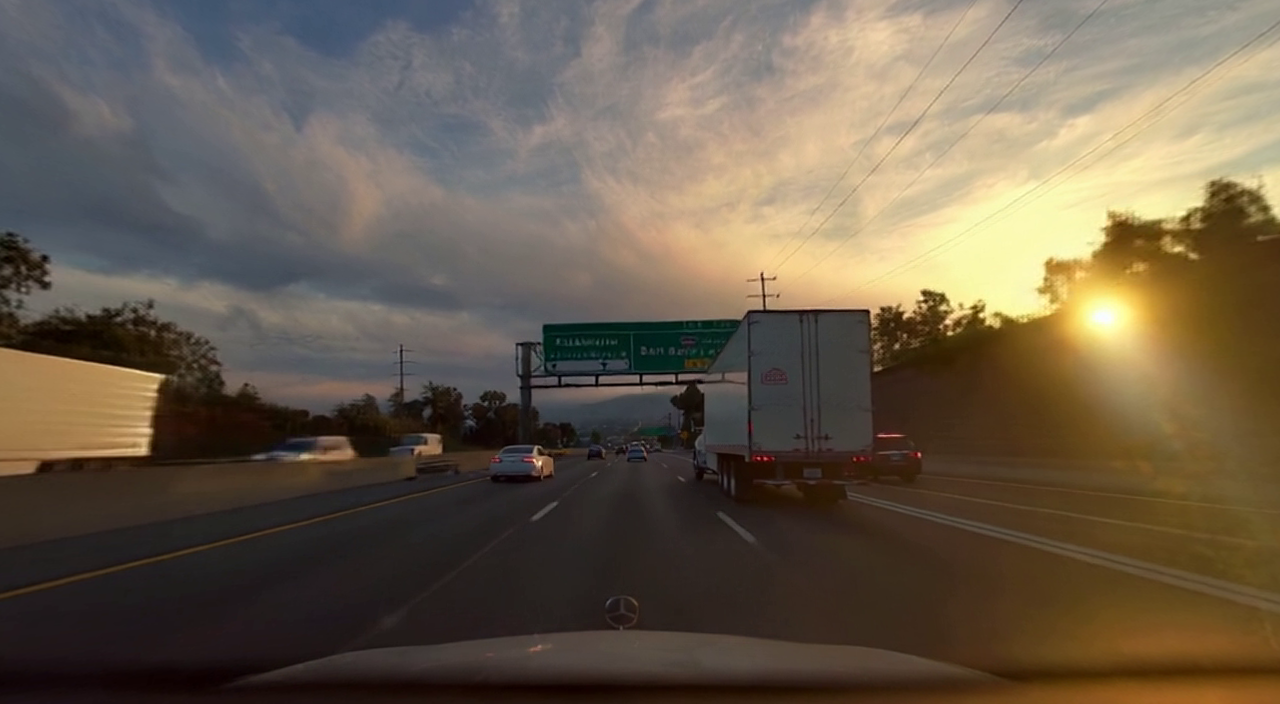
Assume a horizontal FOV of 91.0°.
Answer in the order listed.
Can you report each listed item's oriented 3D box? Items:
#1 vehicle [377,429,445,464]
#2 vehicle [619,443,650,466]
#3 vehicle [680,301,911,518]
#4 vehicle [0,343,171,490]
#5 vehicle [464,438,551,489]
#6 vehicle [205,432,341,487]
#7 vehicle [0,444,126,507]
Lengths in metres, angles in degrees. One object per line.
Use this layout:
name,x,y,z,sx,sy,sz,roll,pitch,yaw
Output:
vehicle,-14.945,6.217,41.543,2.307,2.151,5.598,0,-8,1
vehicle,-0.325,7.012,43.322,2.047,1.485,3.938,0,-8,1
vehicle,3.411,2.195,19.997,2.907,4.109,16.177,0,-8,-1
vehicle,-18.590,1.414,14.665,2.807,3.908,16.399,0,-8,0
vehicle,-4.235,3.629,20.784,1.968,1.507,3.829,0,-8,1
vehicle,-11.325,3.333,19.770,1.890,1.546,3.774,0,-8,1
vehicle,-14.893,2.961,15.426,1.596,1.364,3.442,0,-8,2
